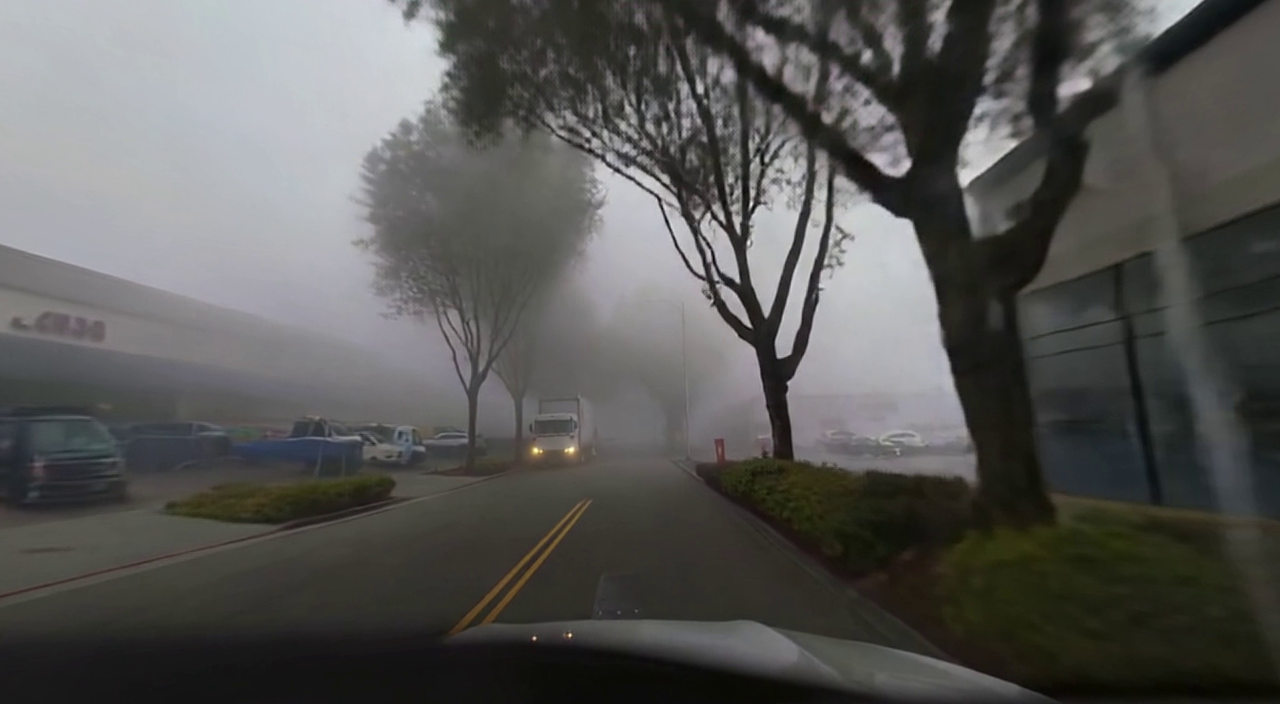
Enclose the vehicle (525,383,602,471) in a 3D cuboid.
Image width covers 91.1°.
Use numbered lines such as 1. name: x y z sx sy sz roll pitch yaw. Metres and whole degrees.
1. vehicle: -4.561 5.047 41.611 2.976 4.754 15.127 0 -7 1
